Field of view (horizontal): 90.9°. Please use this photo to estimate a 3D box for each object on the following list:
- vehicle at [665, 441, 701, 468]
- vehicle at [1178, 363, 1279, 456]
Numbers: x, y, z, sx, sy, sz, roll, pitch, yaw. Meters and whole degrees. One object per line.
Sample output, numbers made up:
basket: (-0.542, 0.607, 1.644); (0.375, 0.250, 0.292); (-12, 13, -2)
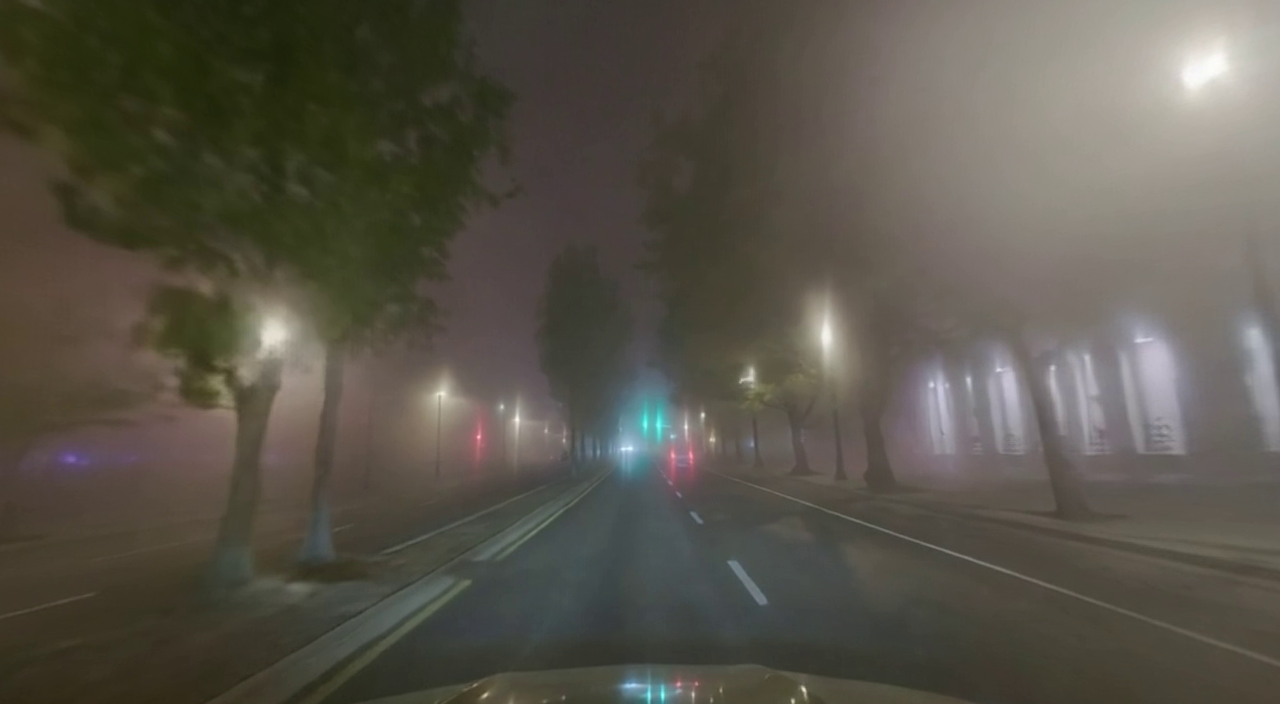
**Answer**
vehicle: (2.911, 7.025, 43.347); (2.129, 1.719, 4.205); (0, -9, 0)
vehicle: (18.136, 1.608, 16.721); (5.640, 2.310, 2.101); (1, -5, 4)
